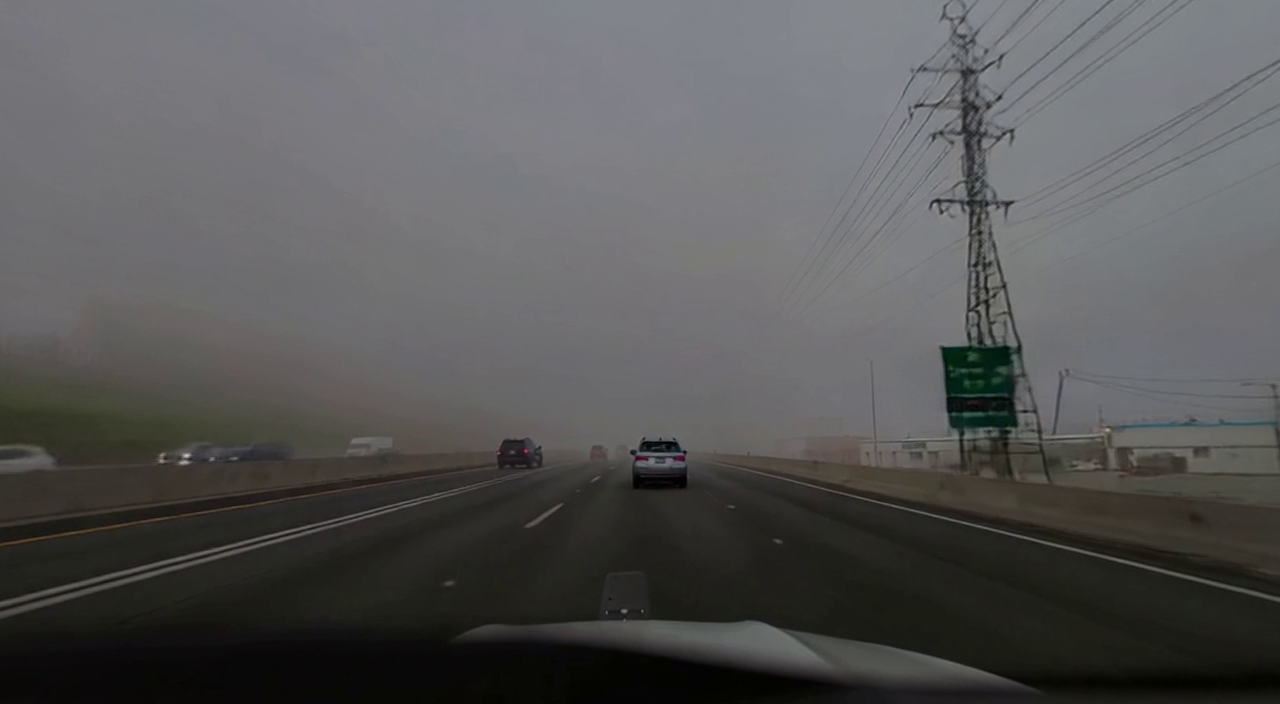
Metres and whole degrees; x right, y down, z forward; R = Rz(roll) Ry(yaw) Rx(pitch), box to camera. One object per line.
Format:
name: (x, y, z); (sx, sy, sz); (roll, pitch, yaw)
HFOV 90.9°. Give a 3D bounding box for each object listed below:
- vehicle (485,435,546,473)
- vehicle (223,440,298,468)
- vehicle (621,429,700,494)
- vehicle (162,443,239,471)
vehicle: (-6.516, 5.423, 33.692); (2.220, 1.841, 4.516); (0, -8, 2)
vehicle: (-28.183, 7.572, 47.115); (2.154, 1.901, 5.667); (0, -8, -1)
vehicle: (0.546, 3.258, 19.142); (2.134, 1.733, 4.049); (0, -8, 0)
vehicle: (-24.811, 5.921, 35.742); (1.679, 1.481, 3.608); (0, -8, 1)
